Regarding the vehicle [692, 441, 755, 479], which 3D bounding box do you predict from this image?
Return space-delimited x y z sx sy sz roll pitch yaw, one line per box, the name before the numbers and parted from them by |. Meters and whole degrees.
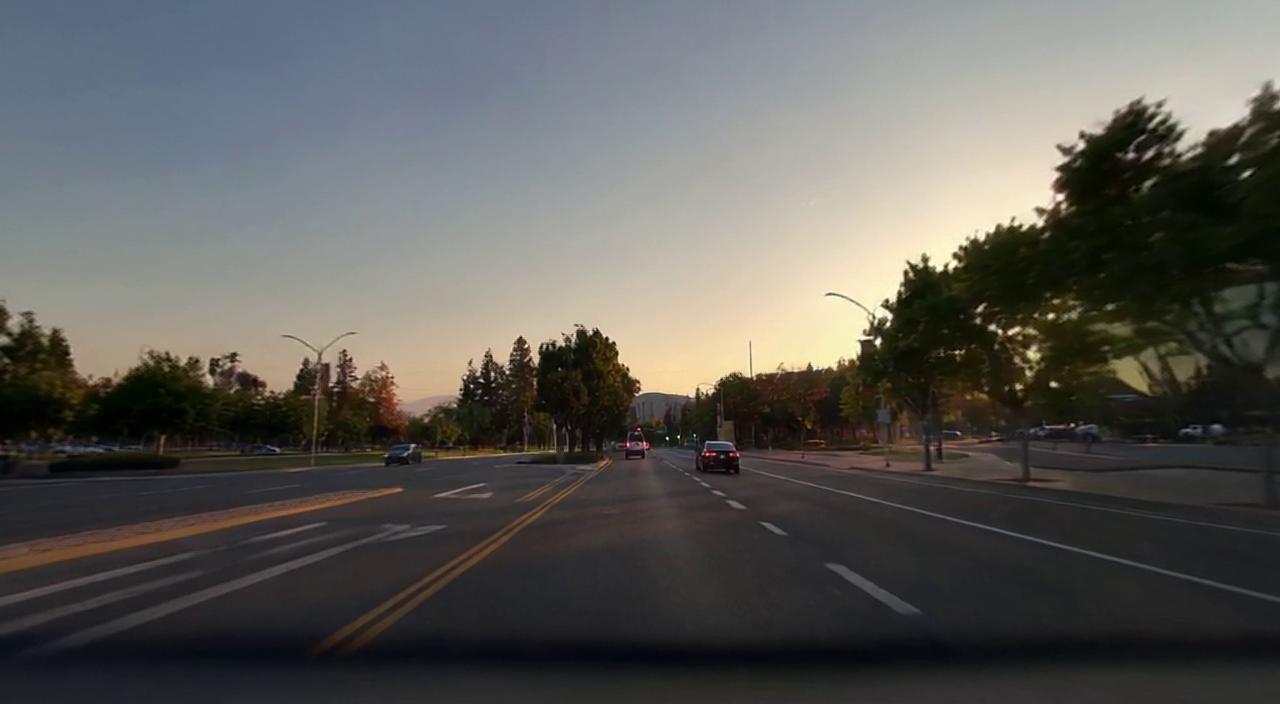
vehicle | 3.476 4.577 27.062 1.948 1.479 4.620 1 -8 -2
